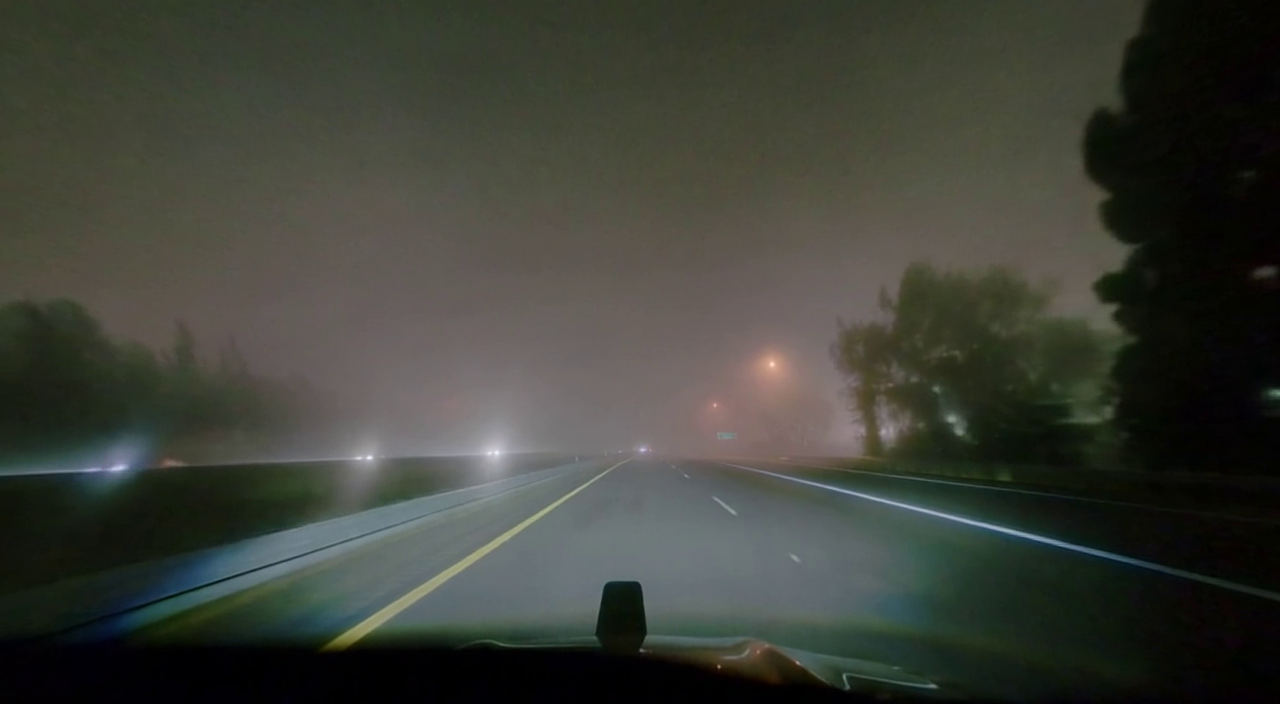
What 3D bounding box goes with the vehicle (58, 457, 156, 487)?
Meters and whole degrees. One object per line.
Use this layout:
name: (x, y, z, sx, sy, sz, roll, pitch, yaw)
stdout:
vehicle: (-33.347, 7.505, 39.635, 2.031, 1.676, 4.560, -1, -8, 3)
